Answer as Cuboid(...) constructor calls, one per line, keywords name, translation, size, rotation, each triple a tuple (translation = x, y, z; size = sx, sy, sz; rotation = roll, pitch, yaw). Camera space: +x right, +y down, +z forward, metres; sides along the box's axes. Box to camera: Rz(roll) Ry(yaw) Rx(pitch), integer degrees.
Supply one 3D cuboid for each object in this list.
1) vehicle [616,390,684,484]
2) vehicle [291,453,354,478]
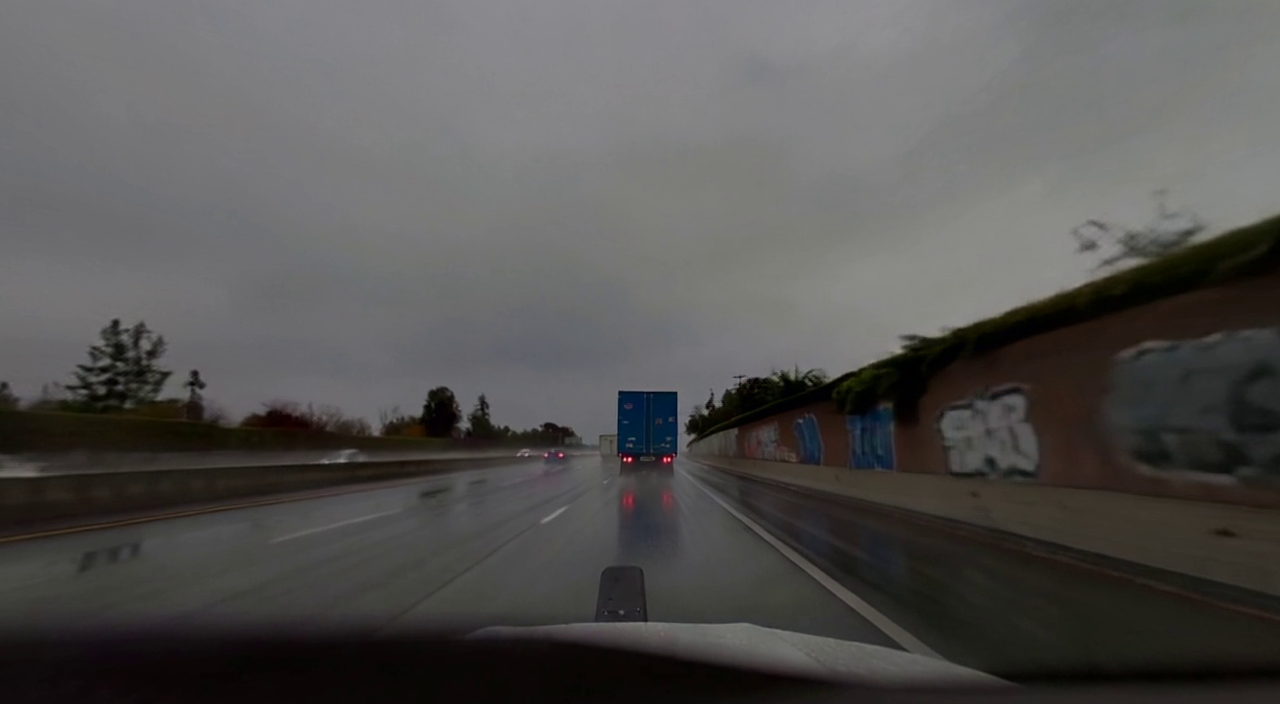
Cuboid(name="vehicle", translation=(0.498, 4.576, 33.202), size=(2.997, 4.069, 10.871), rotation=(0, -9, 1))
Cuboid(name="vehicle", translation=(-19.736, 7.038, 39.340), size=(1.791, 1.469, 3.979), rotation=(0, -9, 2))
